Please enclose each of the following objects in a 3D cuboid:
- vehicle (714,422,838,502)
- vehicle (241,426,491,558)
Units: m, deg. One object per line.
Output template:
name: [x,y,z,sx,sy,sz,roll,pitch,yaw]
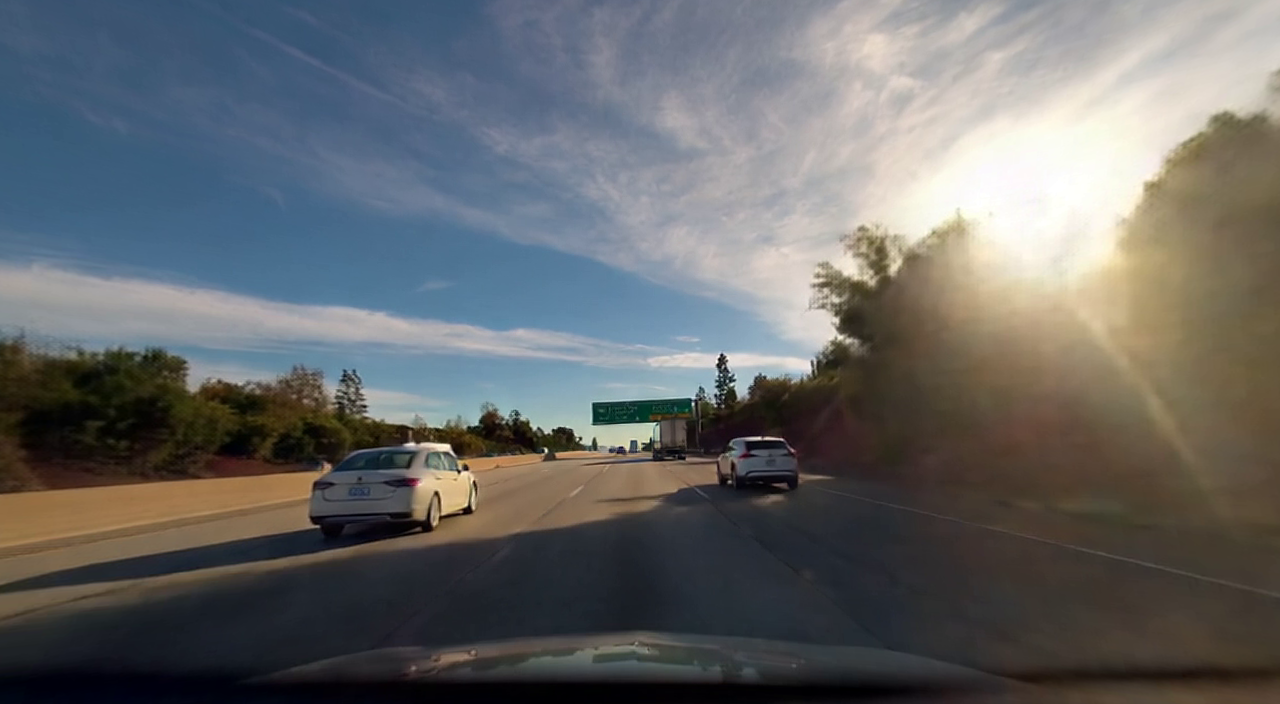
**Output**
vehicle: [3.278,2.769,16.270,2.065,1.760,4.488,0,-8,-2]
vehicle: [-3.944,2.071,10.221,1.903,1.607,4.770,0,-8,0]
